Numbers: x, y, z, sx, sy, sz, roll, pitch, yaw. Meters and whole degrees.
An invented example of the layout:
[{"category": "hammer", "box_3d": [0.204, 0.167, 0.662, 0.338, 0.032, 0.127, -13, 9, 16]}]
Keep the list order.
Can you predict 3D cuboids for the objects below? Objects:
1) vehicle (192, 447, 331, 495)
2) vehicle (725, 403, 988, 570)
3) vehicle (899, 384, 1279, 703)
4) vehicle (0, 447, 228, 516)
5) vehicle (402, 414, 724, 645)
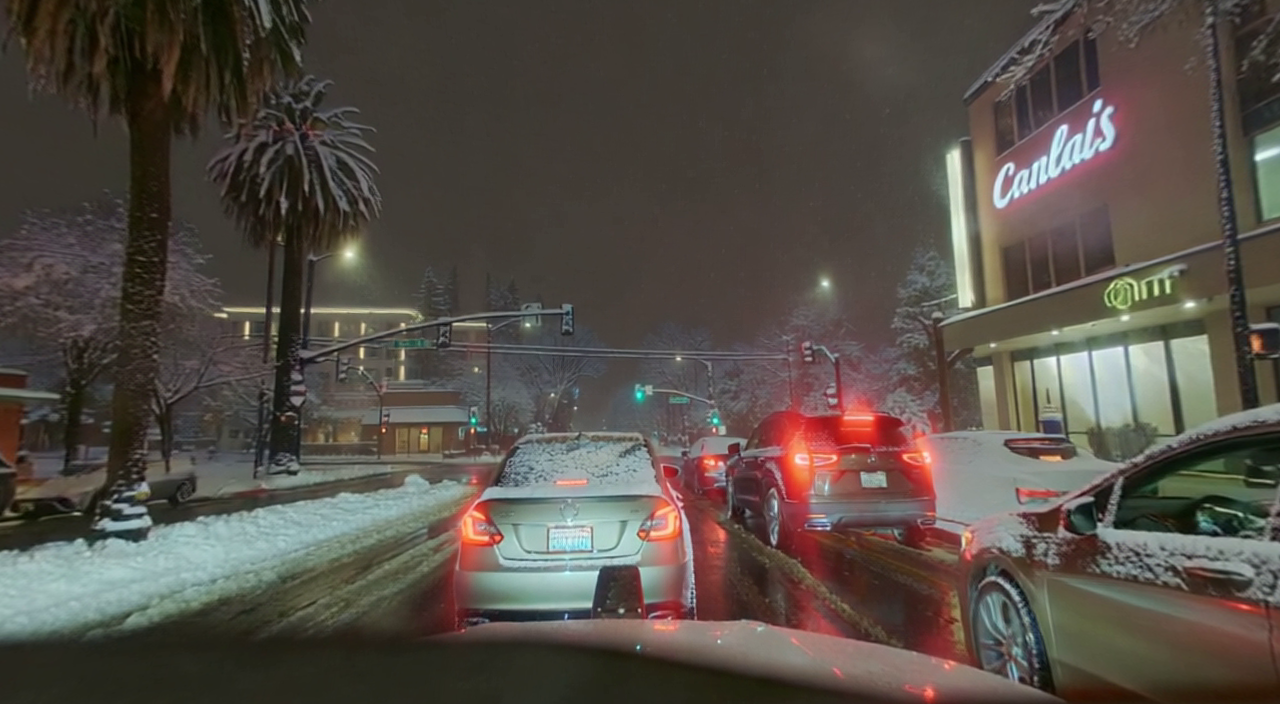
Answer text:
[{"category": "vehicle", "box_3d": [-12.865, 4.025, 21.898, 1.856, 1.455, 4.700, 0, -9, 0]}, {"category": "vehicle", "box_3d": [2.637, 1.779, 9.088, 2.096, 1.775, 4.440, 0, -9, -1]}, {"category": "vehicle", "box_3d": [2.620, 0.811, 1.504, 2.085, 1.469, 4.458, 0, -9, 0]}, {"category": "vehicle", "box_3d": [-12.861, 3.141, 15.943, 1.870, 1.475, 4.531, 0, -9, 0]}, {"category": "vehicle", "box_3d": [-0.518, 1.472, 6.245, 2.096, 1.492, 4.071, 0, -9, -1]}]
